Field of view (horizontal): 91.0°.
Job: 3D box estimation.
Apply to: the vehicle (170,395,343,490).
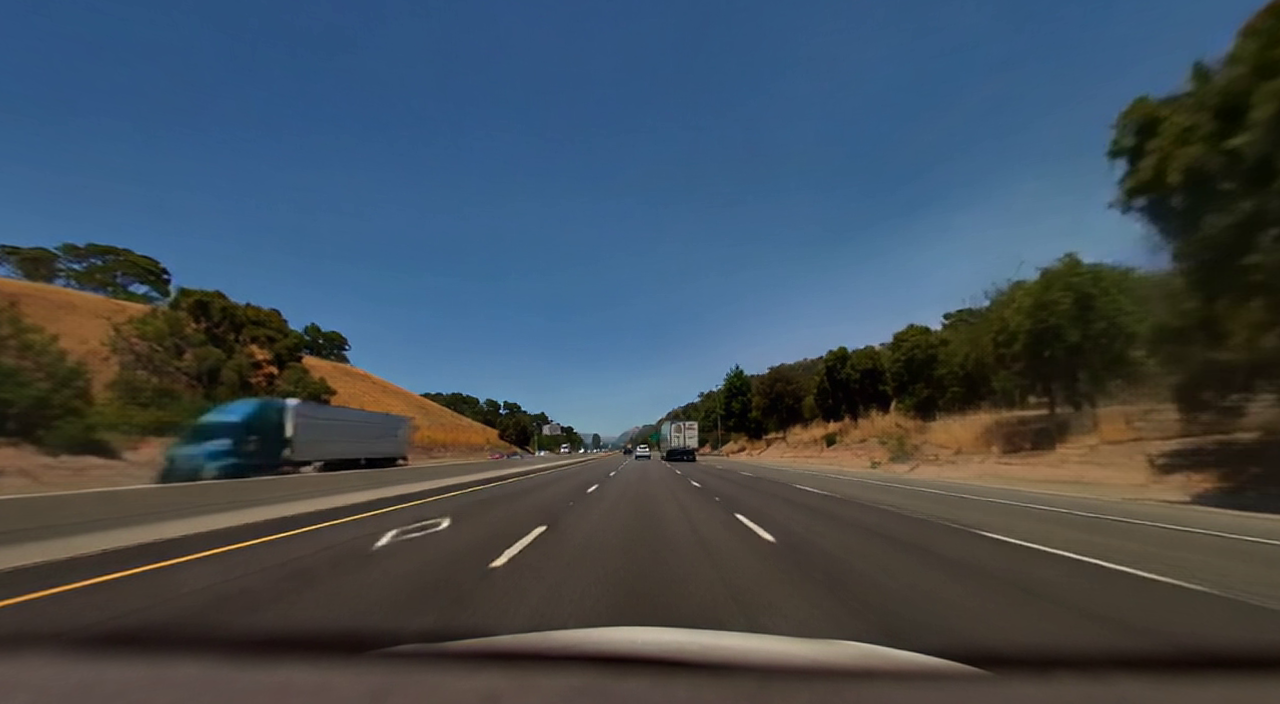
[{"bbox_3d":[-18.213,4.480,30.916,3.033,3.995,8.483,-1,-9,0],"label":"vehicle"}]
